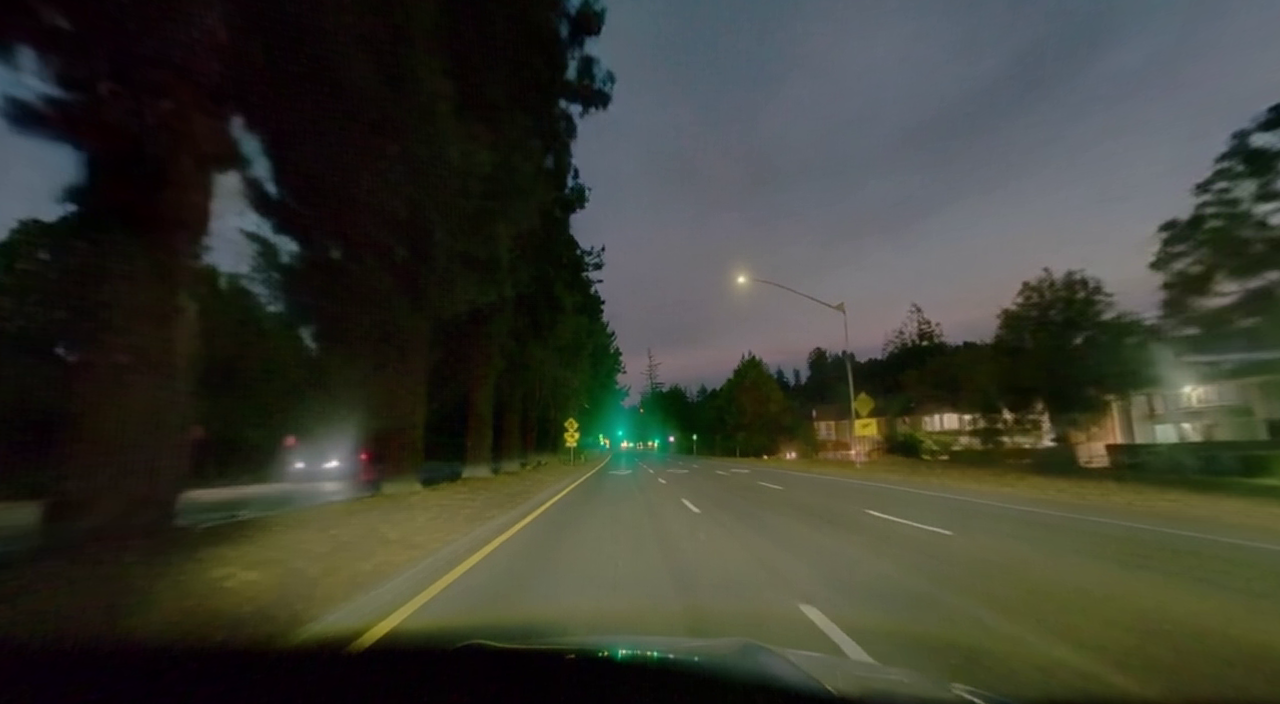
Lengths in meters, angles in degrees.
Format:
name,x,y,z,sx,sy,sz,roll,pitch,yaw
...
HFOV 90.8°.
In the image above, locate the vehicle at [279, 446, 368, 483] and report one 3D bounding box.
name,x,y,z,sx,sy,sz,roll,pitch,yaw
vehicle,-15.874,5.672,32.021,2.022,1.738,4.668,0,-9,1
